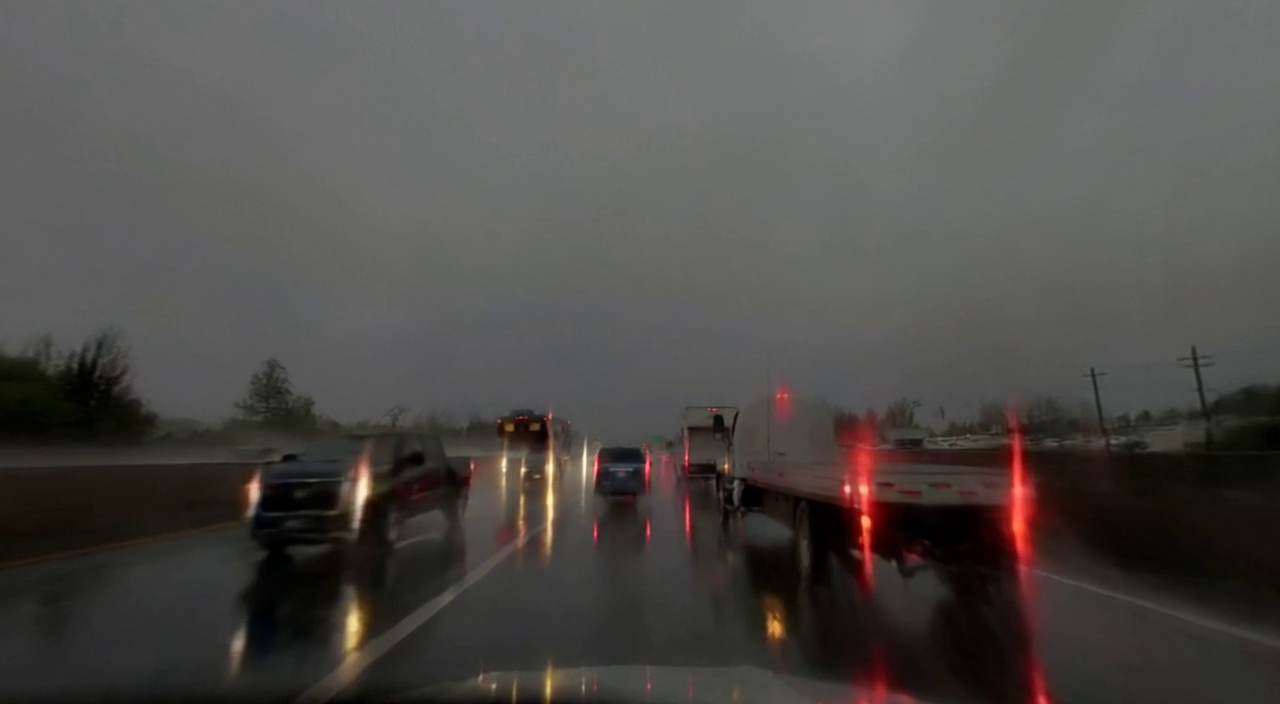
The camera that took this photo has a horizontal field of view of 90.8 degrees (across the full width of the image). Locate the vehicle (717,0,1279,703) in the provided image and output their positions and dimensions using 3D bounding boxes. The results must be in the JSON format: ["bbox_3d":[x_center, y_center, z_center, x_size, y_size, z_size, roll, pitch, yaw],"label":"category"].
[{"bbox_3d":[2.901,-0.242,3.109,2.934,4.123,15.785,0,-9,0],"label":"vehicle"}]

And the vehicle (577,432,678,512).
[{"bbox_3d":[-0.285,2.938,15.892,2.201,1.719,4.058,0,-9,-1],"label":"vehicle"}]

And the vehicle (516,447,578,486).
[{"bbox_3d":[-3.838,4.807,26.710,1.980,1.499,3.944,0,-9,1],"label":"vehicle"}]

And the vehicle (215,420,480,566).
[{"bbox_3d":[-4.012,1.998,9.628,2.074,1.717,4.089,0,-9,0],"label":"vehicle"}]
